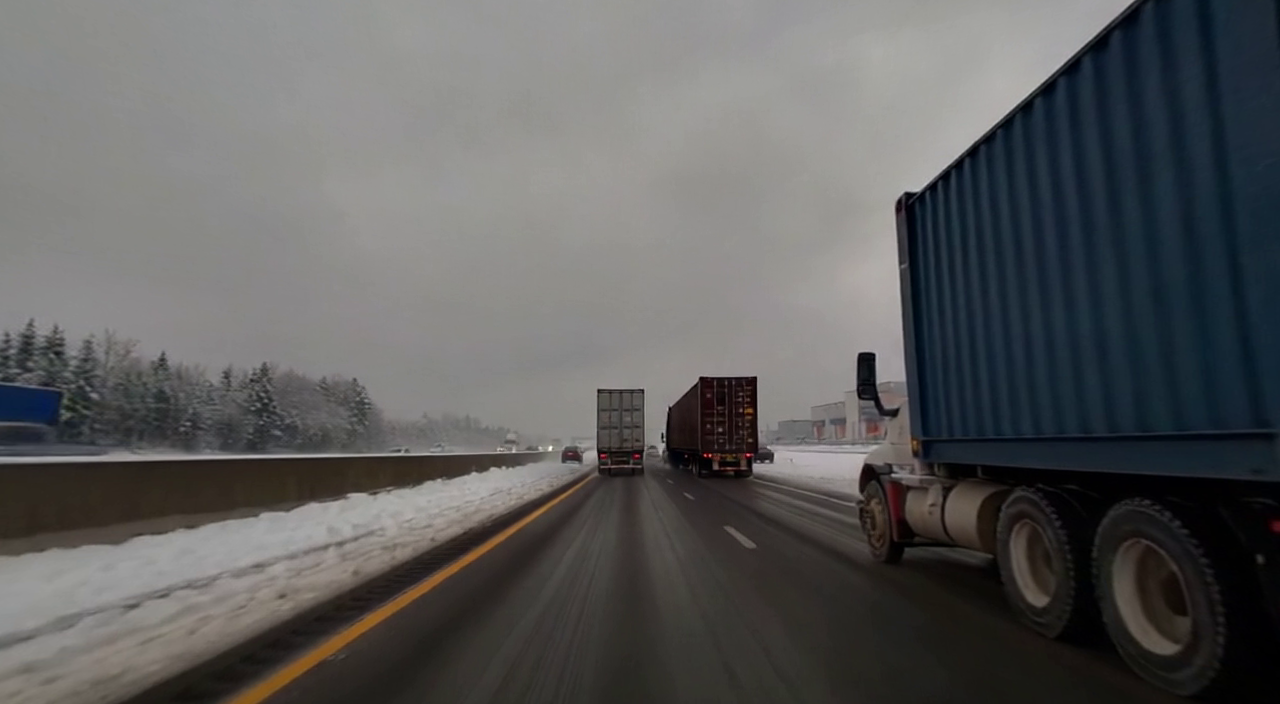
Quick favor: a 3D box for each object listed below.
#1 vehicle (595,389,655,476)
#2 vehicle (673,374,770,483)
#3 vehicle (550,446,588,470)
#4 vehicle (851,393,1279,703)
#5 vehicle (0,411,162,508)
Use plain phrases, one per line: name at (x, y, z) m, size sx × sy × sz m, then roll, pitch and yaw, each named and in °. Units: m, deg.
vehicle at (-0.824, 4.692, 35.965) m, size 2.841 × 4.071 × 12.046 m, roll 0°, pitch -8°, yaw -1°
vehicle at (3.392, 3.826, 30.324) m, size 2.803 × 4.072 × 12.744 m, roll 0°, pitch -9°, yaw -1°
vehicle at (-4.721, 7.134, 42.875) m, size 2.138 × 1.478 × 4.641 m, roll 0°, pitch -9°, yaw -1°
vehicle at (3.149, 1.169, 4.057) m, size 2.073 × 1.474 × 4.320 m, roll 0°, pitch -9°, yaw 0°
vehicle at (-12.917, 2.149, 12.705) m, size 2.179 × 1.779 × 5.632 m, roll 0°, pitch -9°, yaw 0°
